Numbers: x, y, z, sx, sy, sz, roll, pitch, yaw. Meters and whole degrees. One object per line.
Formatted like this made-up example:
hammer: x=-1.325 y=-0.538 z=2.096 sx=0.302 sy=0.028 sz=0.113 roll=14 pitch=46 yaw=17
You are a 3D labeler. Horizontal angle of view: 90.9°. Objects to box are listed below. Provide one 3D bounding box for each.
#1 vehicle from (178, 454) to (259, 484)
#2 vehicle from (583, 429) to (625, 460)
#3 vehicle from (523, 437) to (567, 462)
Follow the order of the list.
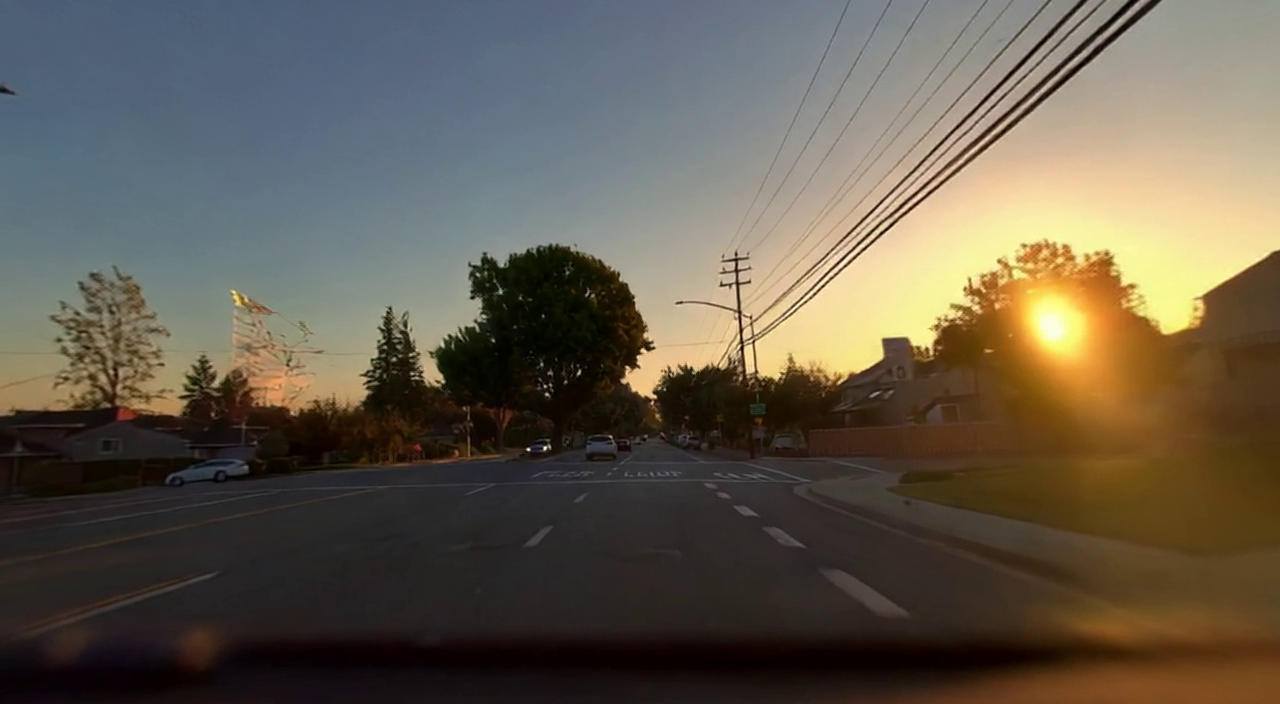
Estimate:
vehicle: x=-27.244 y=7.554 z=40.969 sx=1.938 sy=1.725 sz=4.846 roll=0 pitch=-8 yaw=0
vehicle: x=-2.232 y=6.005 z=40.832 sx=2.327 sy=1.861 sz=4.941 roll=0 pitch=-8 yaw=1
vehicle: x=-6.188 y=6.425 z=41.759 sx=2.155 sy=1.533 sz=4.530 roll=-1 pitch=-8 yaw=1
